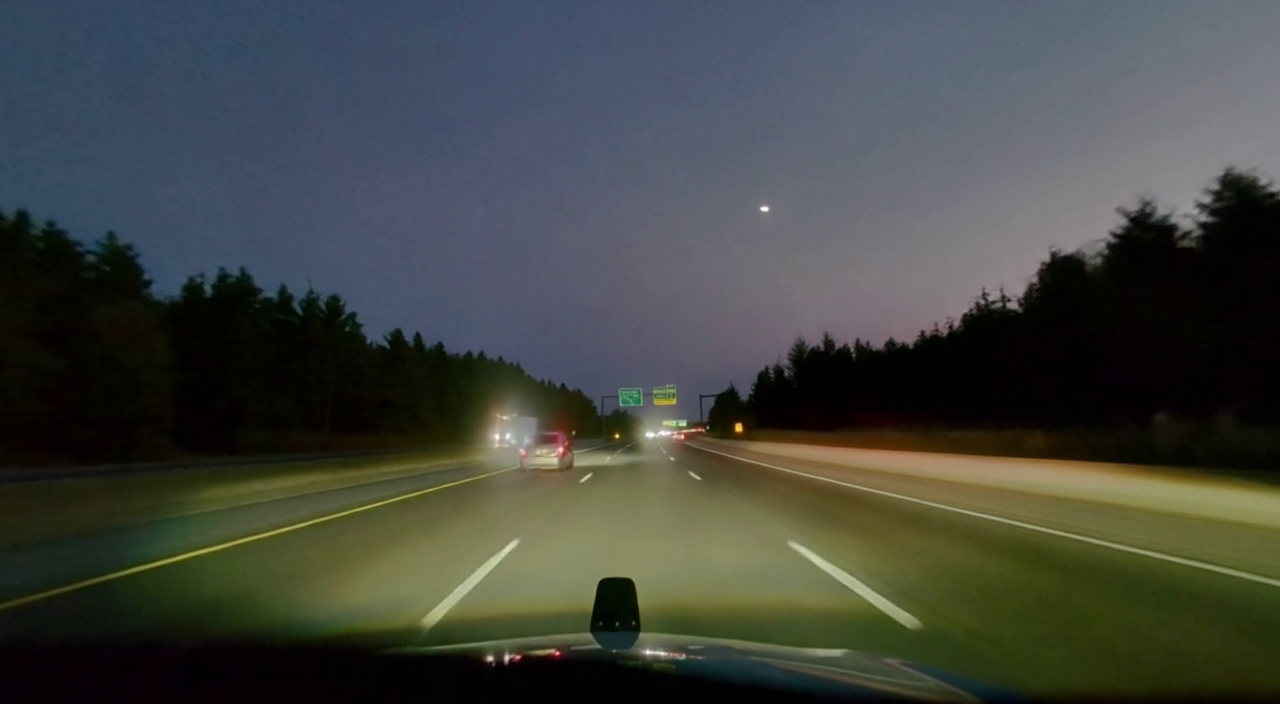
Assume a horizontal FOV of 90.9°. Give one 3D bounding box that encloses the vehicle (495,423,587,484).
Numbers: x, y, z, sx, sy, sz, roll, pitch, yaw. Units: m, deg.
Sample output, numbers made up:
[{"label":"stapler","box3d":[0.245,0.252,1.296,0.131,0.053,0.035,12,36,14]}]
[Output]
[{"label":"vehicle","box3d":[-2.859,3.036,19.227,2.084,1.654,4.080,0,-8,1]}]
